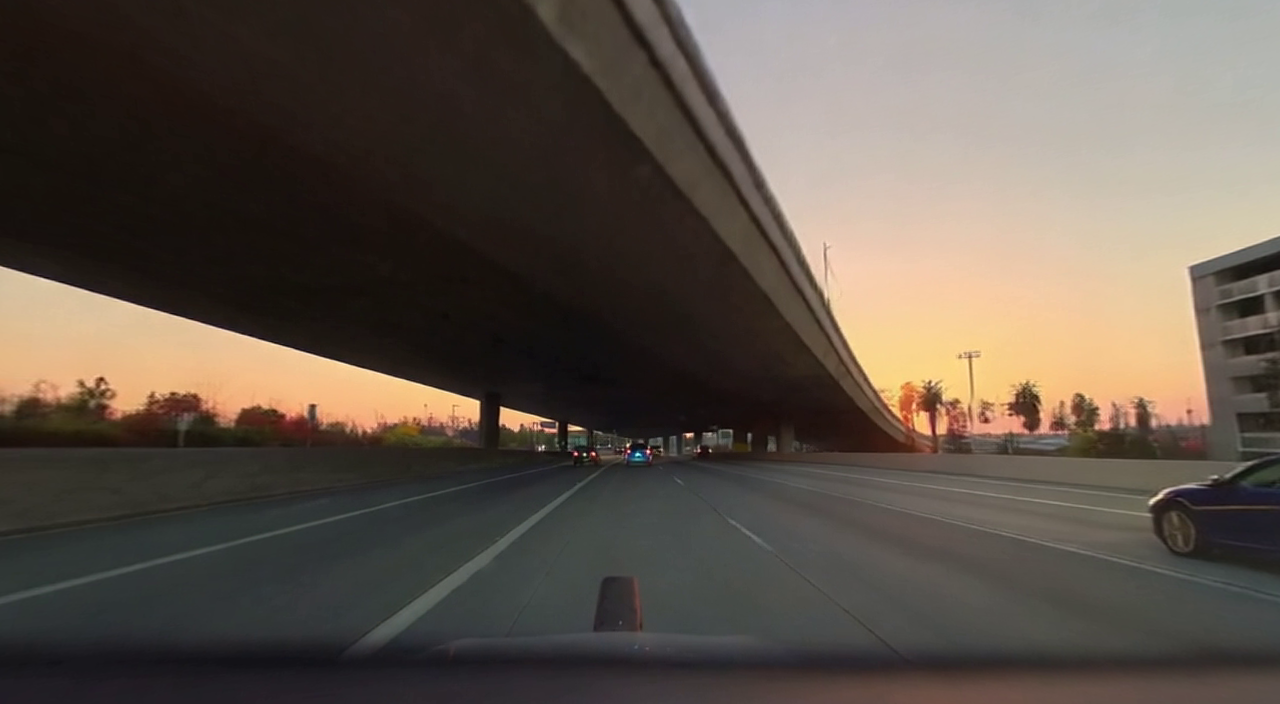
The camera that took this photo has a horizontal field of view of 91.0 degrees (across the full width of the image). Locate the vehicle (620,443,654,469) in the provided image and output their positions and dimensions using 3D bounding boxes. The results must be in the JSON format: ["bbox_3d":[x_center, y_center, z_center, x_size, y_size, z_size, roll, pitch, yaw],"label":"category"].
[{"bbox_3d":[-0.195,6.459,39.315,2.036,1.542,3.891,0,-8,0],"label":"vehicle"}]

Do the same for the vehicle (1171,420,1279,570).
[{"bbox_3d":[7.421,1.273,5.181,1.937,1.498,4.710,0,-8,-1],"label":"vehicle"}]
